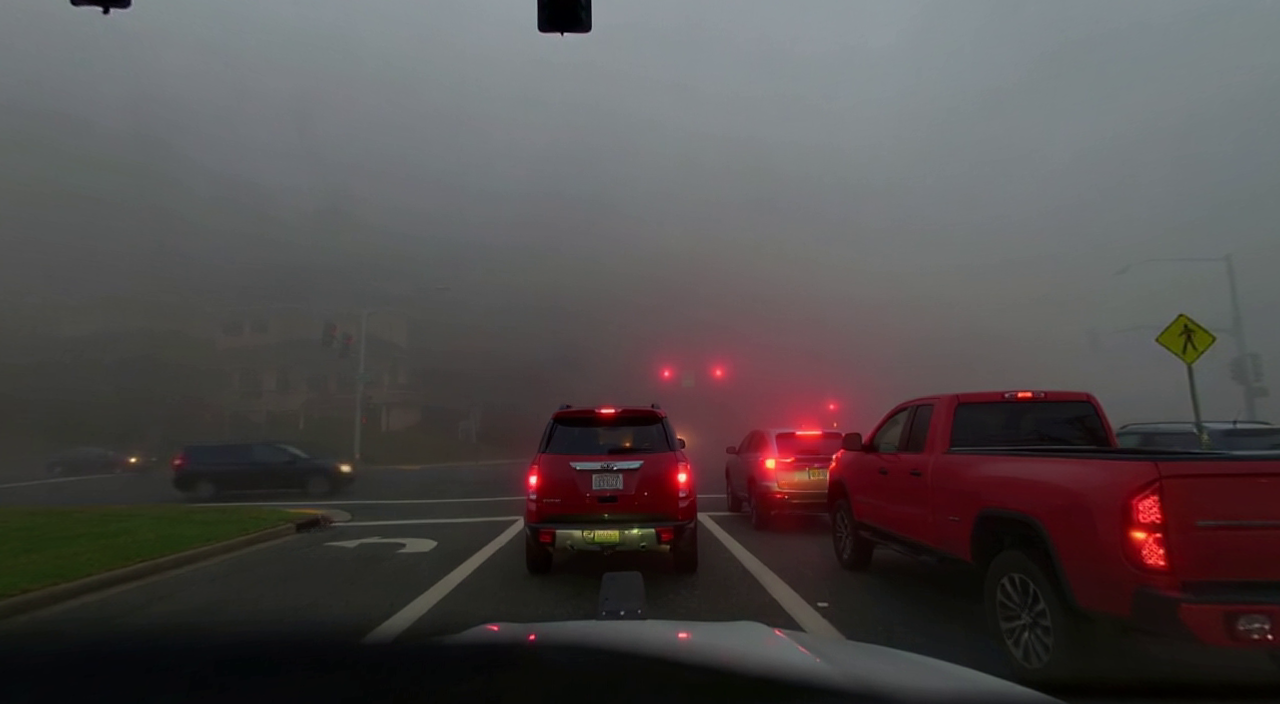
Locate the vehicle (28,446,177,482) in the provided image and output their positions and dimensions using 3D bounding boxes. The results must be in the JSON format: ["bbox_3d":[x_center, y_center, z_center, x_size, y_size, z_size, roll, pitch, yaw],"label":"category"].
[{"bbox_3d":[-22.899,4.782,27.079,4.533,1.350,1.714,0,-8,-9],"label":"vehicle"}]

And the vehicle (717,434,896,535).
[{"bbox_3d":[2.719,2.268,11.537,1.952,1.465,4.421,0,-8,-1],"label":"vehicle"}]

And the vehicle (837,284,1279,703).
[{"bbox_3d":[2.982,0.972,3.795,1.886,1.849,5.070,0,-8,-1],"label":"vehicle"}]

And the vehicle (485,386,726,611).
[{"bbox_3d":[-0.229,1.411,6.808,1.915,1.780,3.379,0,-8,2],"label":"vehicle"}]

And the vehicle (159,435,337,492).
[{"bbox_3d":[-13.031,3.714,21.310,4.635,1.755,1.882,1,-8,-8],"label":"vehicle"}]
